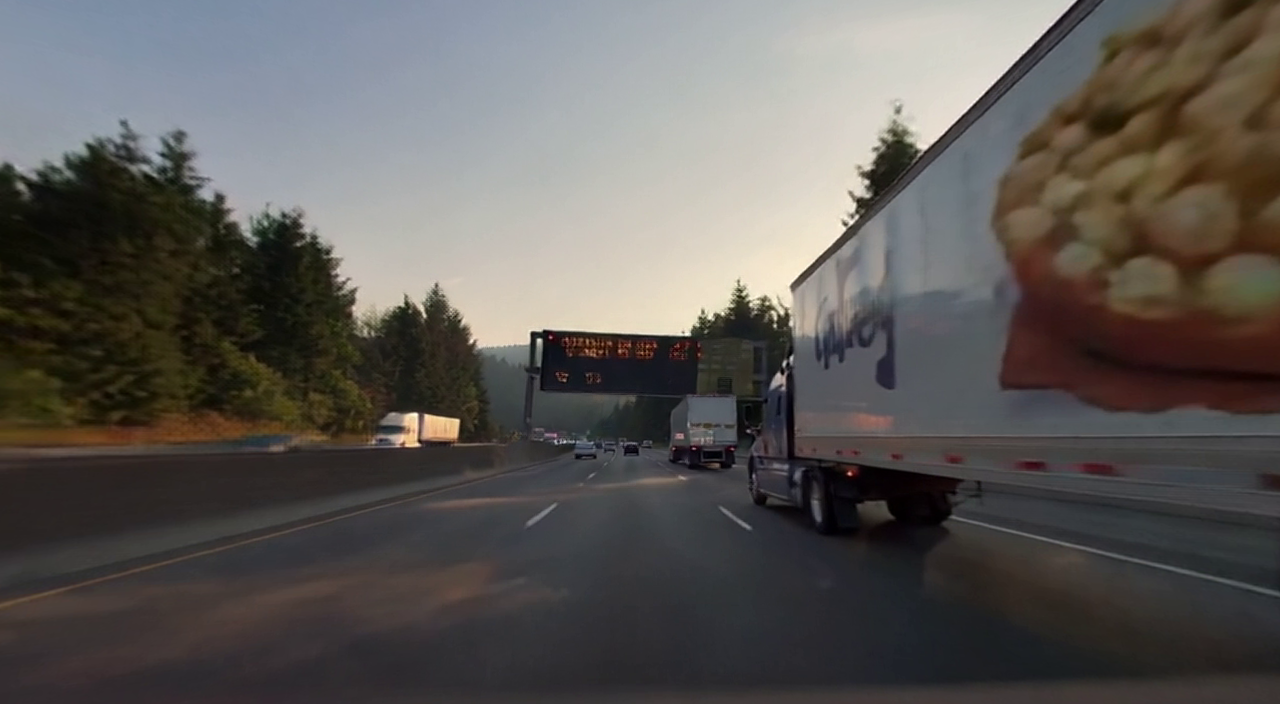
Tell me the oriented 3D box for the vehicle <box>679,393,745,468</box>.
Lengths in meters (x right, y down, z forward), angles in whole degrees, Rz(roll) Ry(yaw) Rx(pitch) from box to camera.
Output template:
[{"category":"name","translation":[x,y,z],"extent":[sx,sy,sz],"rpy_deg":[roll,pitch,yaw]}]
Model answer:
[{"category":"vehicle","translation":[4.200,5.002,38.871],"extent":[3.085,4.062,8.965],"rpy_deg":[0,-10,1]}]

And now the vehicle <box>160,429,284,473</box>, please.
[{"category":"vehicle","translation":[-16.342,3.893,24.933],"extent":[1.940,1.566,4.323],"rpy_deg":[0,-8,0]}]

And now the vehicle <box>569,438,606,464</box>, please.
[{"category":"vehicle","translation":[-3.521,6.734,42.844],"extent":[2.206,1.644,4.027],"rpy_deg":[0,-8,0]}]

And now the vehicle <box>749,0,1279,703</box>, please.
[{"category":"vehicle","translation":[3.732,-0.006,4.989],"extent":[3.116,3.992,13.748],"rpy_deg":[0,-8,-1]}]
